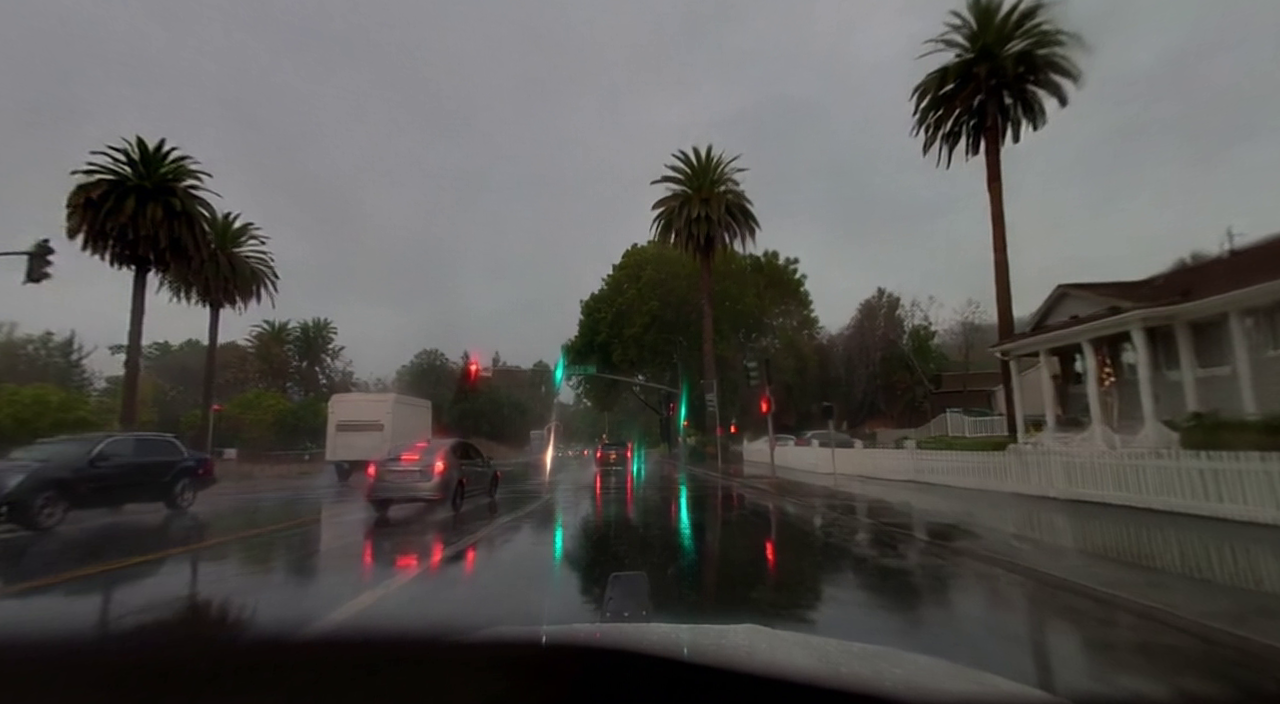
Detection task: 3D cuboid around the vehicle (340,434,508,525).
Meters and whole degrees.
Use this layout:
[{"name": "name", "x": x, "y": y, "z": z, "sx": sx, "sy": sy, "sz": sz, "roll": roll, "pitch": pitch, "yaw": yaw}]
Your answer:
[{"name": "vehicle", "x": -3.928, "y": 2.365, "z": 12.327, "sx": 1.709, "sy": 1.425, "sz": 4.337, "roll": -1, "pitch": -8, "yaw": 1}]

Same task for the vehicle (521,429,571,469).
[{"name": "vehicle", "x": -4.724, "y": 4.936, "z": 32.315, "sx": 2.032, "sy": 1.852, "sz": 4.571, "roll": -1, "pitch": -8, "yaw": -2}]

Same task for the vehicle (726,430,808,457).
[{"name": "vehicle", "x": 8.377, "y": 6.043, "z": 41.651, "sx": 4.742, "sy": 1.690, "sz": 2.218, "roll": 2, "pitch": -9, "yaw": -19}]

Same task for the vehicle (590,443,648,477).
[{"name": "vehicle", "x": -0.901, "y": 4.291, "z": 25.313, "sx": 2.131, "sy": 1.222, "sz": 3.868, "roll": 0, "pitch": -8, "yaw": -3}]

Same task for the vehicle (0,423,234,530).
[{"name": "vehicle", "x": -10.799, "y": 2.311, "z": 12.358, "sx": 2.364, "sy": 1.648, "sz": 5.116, "roll": -1, "pitch": -8, "yaw": -2}]

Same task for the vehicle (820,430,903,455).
[{"name": "vehicle", "x": 14.232, "y": 5.814, "z": 40.534, "sx": 4.615, "sy": 1.555, "sz": 2.021, "roll": 2, "pitch": -9, "yaw": -15}]

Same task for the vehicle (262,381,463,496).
[{"name": "vehicle", "x": -7.535, "y": 2.535, "z": 18.407, "sx": 2.821, "sy": 2.701, "sz": 6.721, "roll": -1, "pitch": -8, "yaw": 0}]
